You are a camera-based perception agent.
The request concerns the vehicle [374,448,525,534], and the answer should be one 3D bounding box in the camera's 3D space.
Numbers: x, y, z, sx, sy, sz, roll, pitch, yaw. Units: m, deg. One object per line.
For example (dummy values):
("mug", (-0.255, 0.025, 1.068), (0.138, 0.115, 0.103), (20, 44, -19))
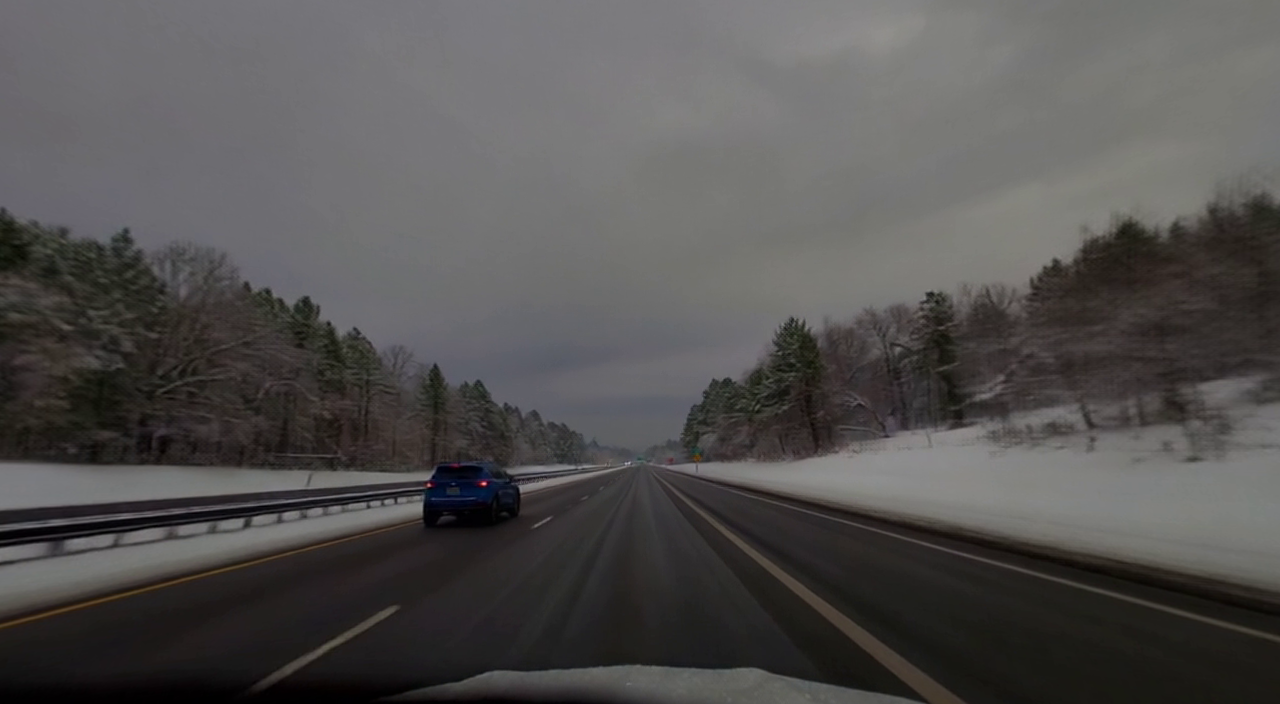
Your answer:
("vehicle", (-4.087, 3.095, 14.501), (1.928, 1.593, 4.871), (1, -10, 0))
